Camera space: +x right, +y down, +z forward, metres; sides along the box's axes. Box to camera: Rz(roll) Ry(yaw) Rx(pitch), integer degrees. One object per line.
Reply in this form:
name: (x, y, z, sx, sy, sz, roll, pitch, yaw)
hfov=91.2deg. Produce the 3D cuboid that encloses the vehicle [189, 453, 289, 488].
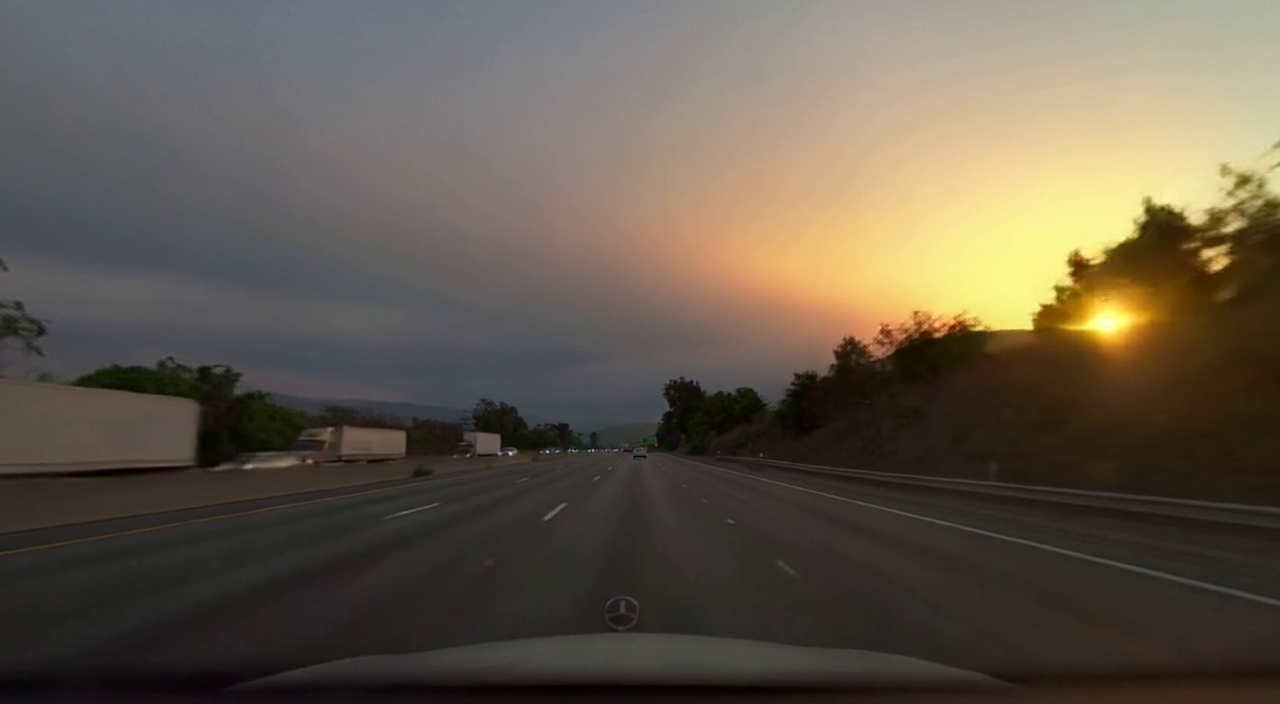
vehicle: (-19.273, 5.673, 30.398, 1.924, 1.524, 4.401, 0, -9, 0)

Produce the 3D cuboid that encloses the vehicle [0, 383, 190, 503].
vehicle: (-22.917, 3.722, 25.431, 2.887, 4.049, 8.554, 0, -9, -1)
